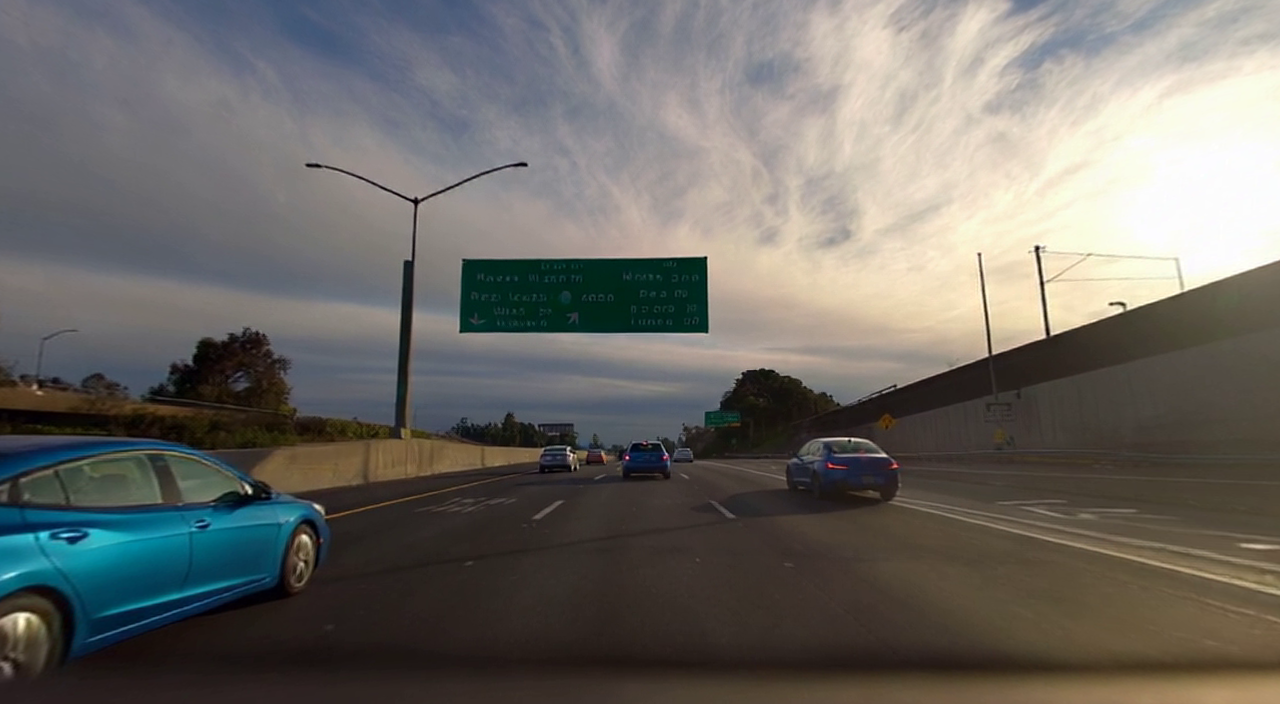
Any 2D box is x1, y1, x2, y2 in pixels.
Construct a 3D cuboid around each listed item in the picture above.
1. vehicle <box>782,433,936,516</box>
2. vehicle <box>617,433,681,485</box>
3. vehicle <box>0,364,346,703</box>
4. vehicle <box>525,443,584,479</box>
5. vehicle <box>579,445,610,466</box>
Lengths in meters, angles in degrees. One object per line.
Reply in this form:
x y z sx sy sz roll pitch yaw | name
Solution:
4.957 2.822 15.036 2.055 1.656 4.370 0 -9 -1 | vehicle
0.320 3.988 23.660 2.202 1.748 4.158 0 -8 0 | vehicle
-3.913 1.013 3.712 2.160 1.639 4.431 0 -9 1 | vehicle
-3.807 4.930 28.755 2.031 1.491 4.145 0 -9 1 | vehicle
-3.403 7.897 48.089 1.969 1.480 4.077 0 -9 1 | vehicle
